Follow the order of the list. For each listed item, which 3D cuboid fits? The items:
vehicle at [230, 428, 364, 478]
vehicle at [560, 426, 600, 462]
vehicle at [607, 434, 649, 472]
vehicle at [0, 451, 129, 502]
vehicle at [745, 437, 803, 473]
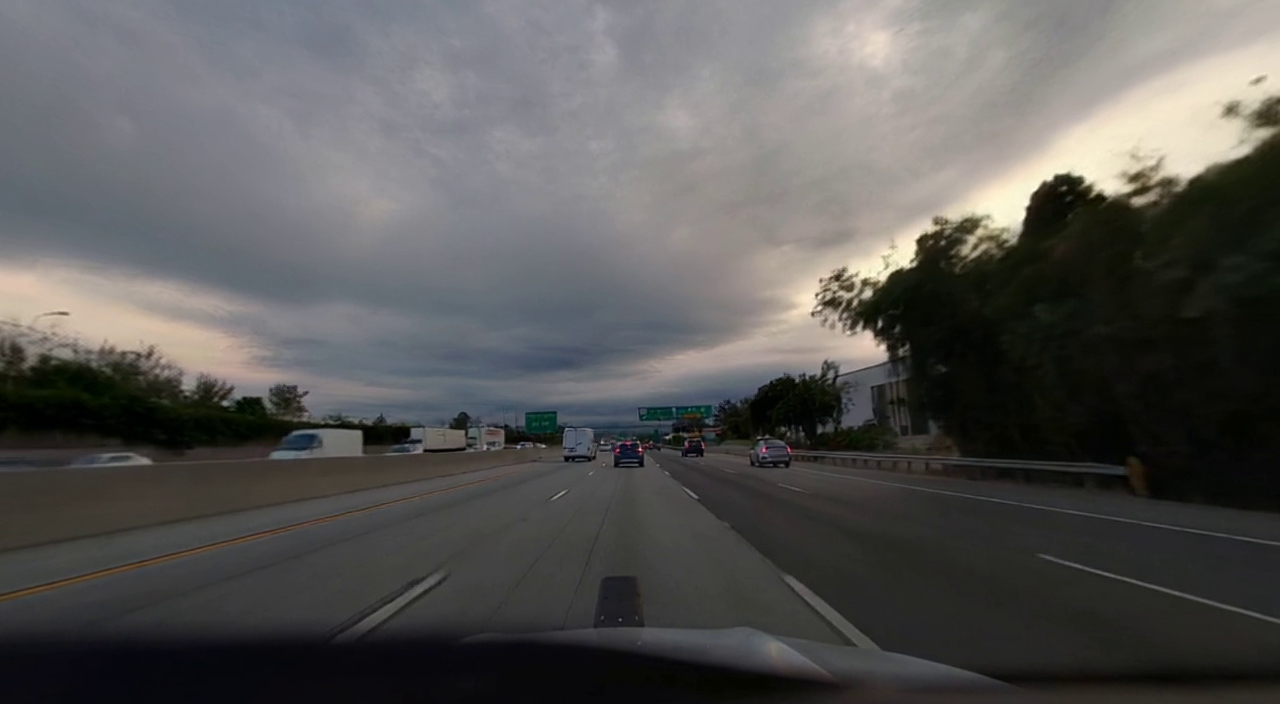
[{"bbox_3d":[-14.023,4.203,26.393,2.361,1.835,5.770,0,-9,0],"label":"vehicle"},{"bbox_3d":[-4.483,7.049,48.239,2.398,2.593,5.808,0,-9,1],"label":"vehicle"},{"bbox_3d":[-0.564,5.180,32.544,2.002,1.759,4.658,0,-9,0],"label":"vehicle"},{"bbox_3d":[-17.591,3.711,19.115,1.469,1.355,3.317,0,-9,-1],"label":"vehicle"},{"bbox_3d":[6.758,5.241,32.343,1.944,1.666,4.184,0,-9,-2],"label":"vehicle"}]
